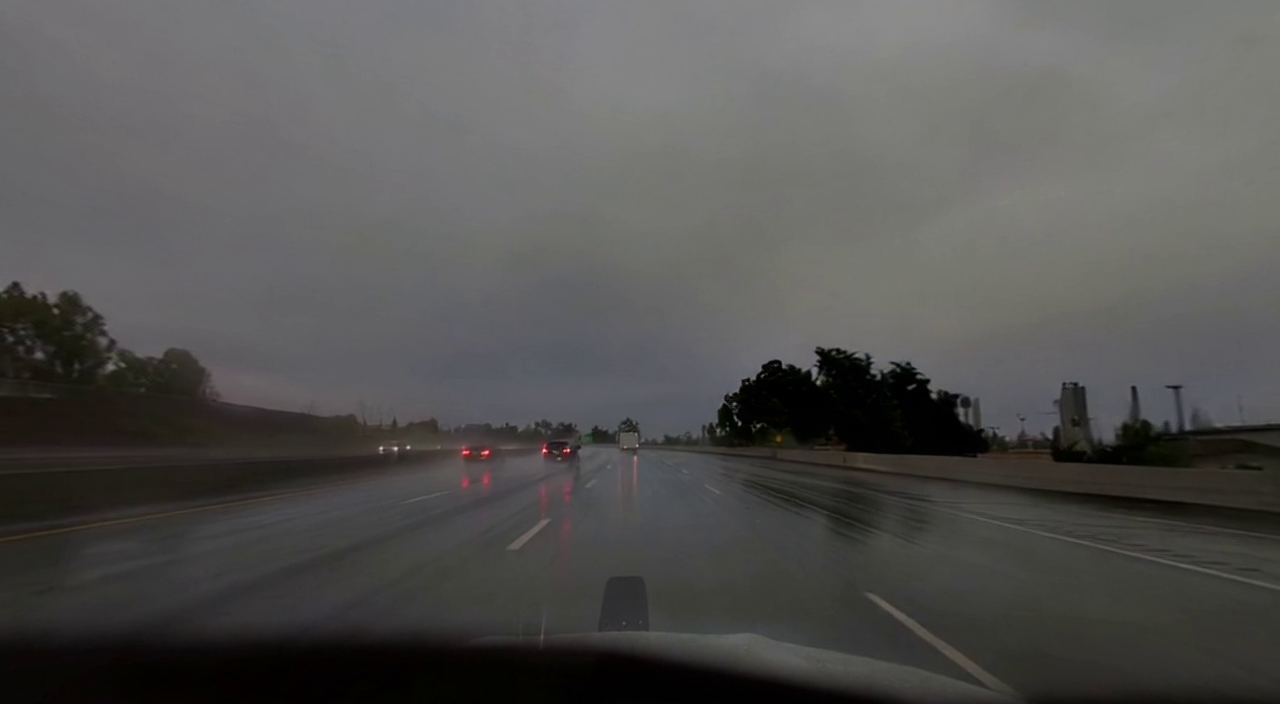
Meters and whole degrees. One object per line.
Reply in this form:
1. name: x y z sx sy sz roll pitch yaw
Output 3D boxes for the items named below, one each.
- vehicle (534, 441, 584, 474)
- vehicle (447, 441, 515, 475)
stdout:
1. vehicle: -3.879 5.129 30.928 1.936 1.465 4.060 0 -8 0
2. vehicle: -7.523 5.061 30.367 2.038 1.463 4.656 0 -8 0
